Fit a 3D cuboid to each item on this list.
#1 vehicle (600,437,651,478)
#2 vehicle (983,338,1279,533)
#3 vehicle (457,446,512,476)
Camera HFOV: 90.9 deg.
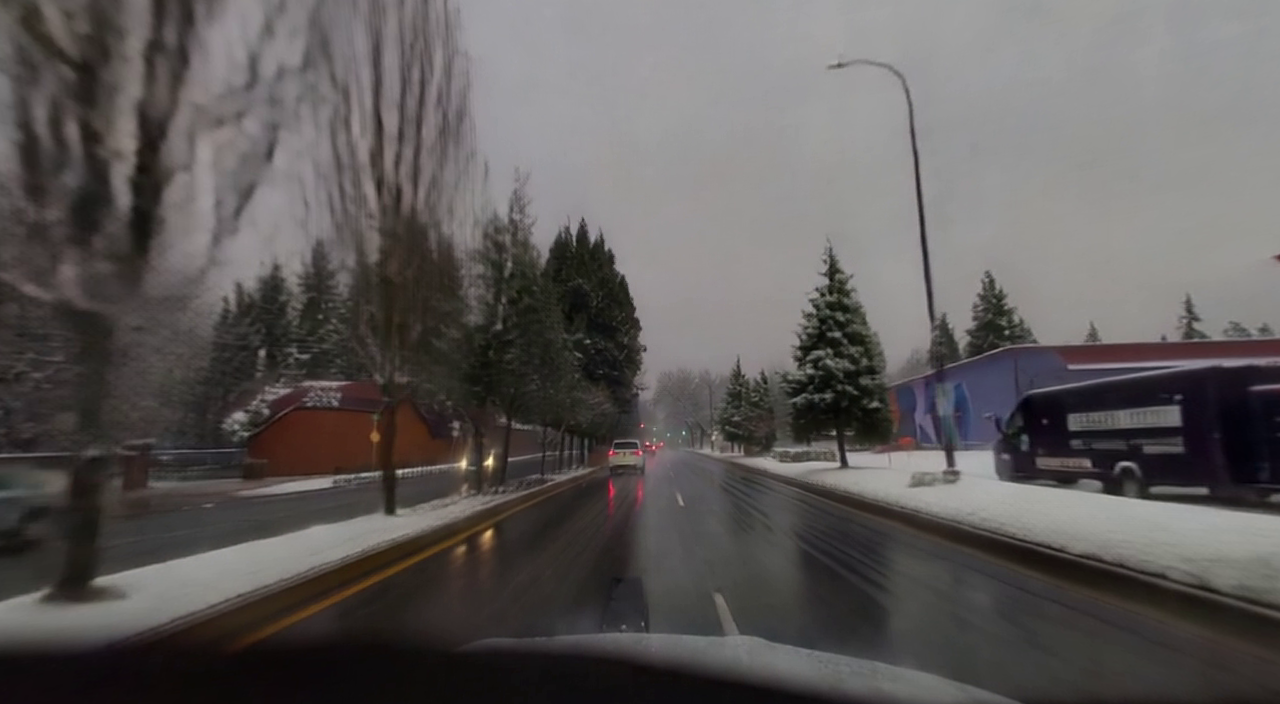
[{"bbox_3d":[-0.584,4.833,29.171,2.129,1.713,4.314,0,-8,2],"label":"vehicle"},{"bbox_3d":[13.757,2.238,17.404,2.794,3.710,10.785,-3,-8,2],"label":"vehicle"},{"bbox_3d":[-8.973,6.311,36.684,1.908,1.616,3.988,0,-8,4],"label":"vehicle"}]
